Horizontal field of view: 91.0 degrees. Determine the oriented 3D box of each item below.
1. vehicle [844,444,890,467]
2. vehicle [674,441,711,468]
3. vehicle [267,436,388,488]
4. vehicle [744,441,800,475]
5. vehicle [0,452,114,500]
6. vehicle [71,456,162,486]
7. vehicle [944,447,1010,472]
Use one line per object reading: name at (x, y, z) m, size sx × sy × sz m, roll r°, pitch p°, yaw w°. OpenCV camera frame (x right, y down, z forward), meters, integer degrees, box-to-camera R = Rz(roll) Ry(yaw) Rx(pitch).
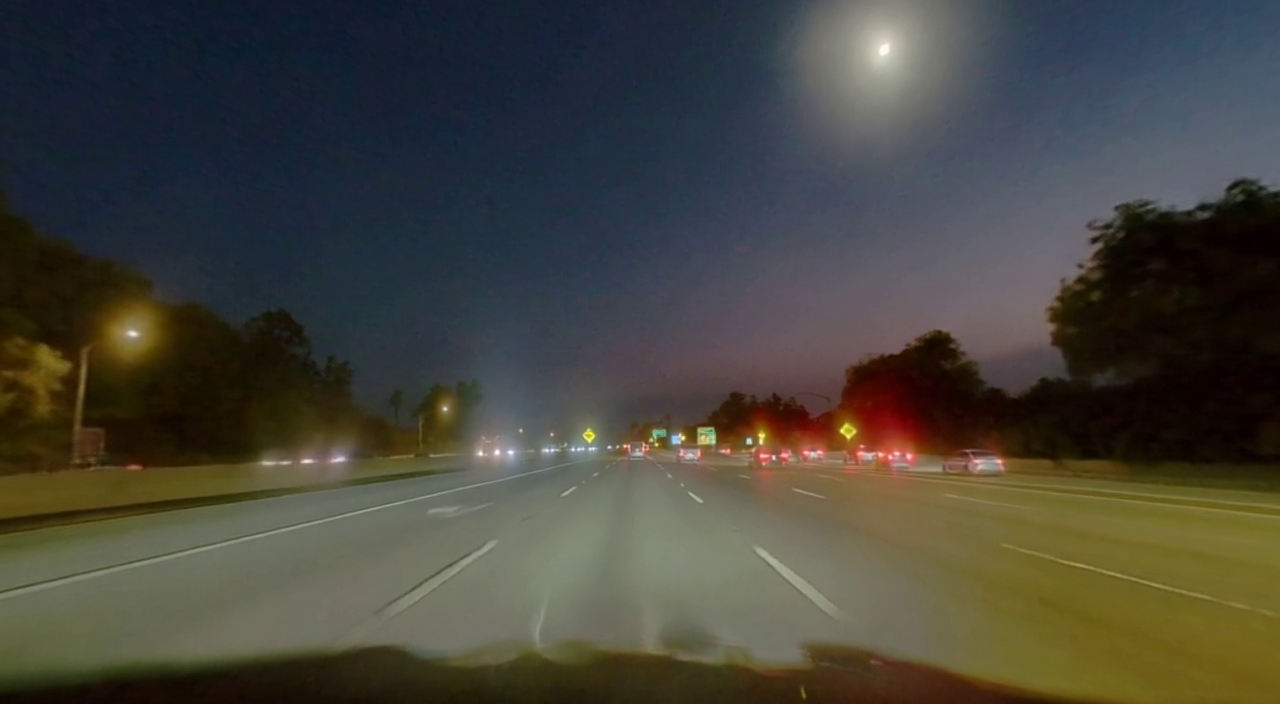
vehicle at (17.231, 7.848, 47.934) m, size 1.887 × 1.642 × 4.592 m, roll 0°, pitch -8°, yaw 2°
vehicle at (3.468, 6.829, 42.114) m, size 2.035 × 1.704 × 3.867 m, roll 0°, pitch -8°, yaw -1°
vehicle at (-12.663, 4.477, 26.011) m, size 2.256 × 1.886 × 5.220 m, roll 0°, pitch -8°, yaw 0°
vehicle at (6.820, 5.522, 33.061) m, size 1.902 × 1.623 × 4.360 m, roll 0°, pitch -8°, yaw -1°
vehicle at (-23.968, 4.899, 25.258) m, size 1.914 × 1.698 × 4.353 m, roll 0°, pitch -8°, yaw 0°
vehicle at (-32.401, 7.329, 39.117) m, size 1.821 × 1.655 × 4.534 m, roll 0°, pitch -8°, yaw -2°
vehicle at (21.107, 6.735, 39.672) m, size 1.774 × 1.457 × 4.653 m, roll 0°, pitch -8°, yaw 3°
